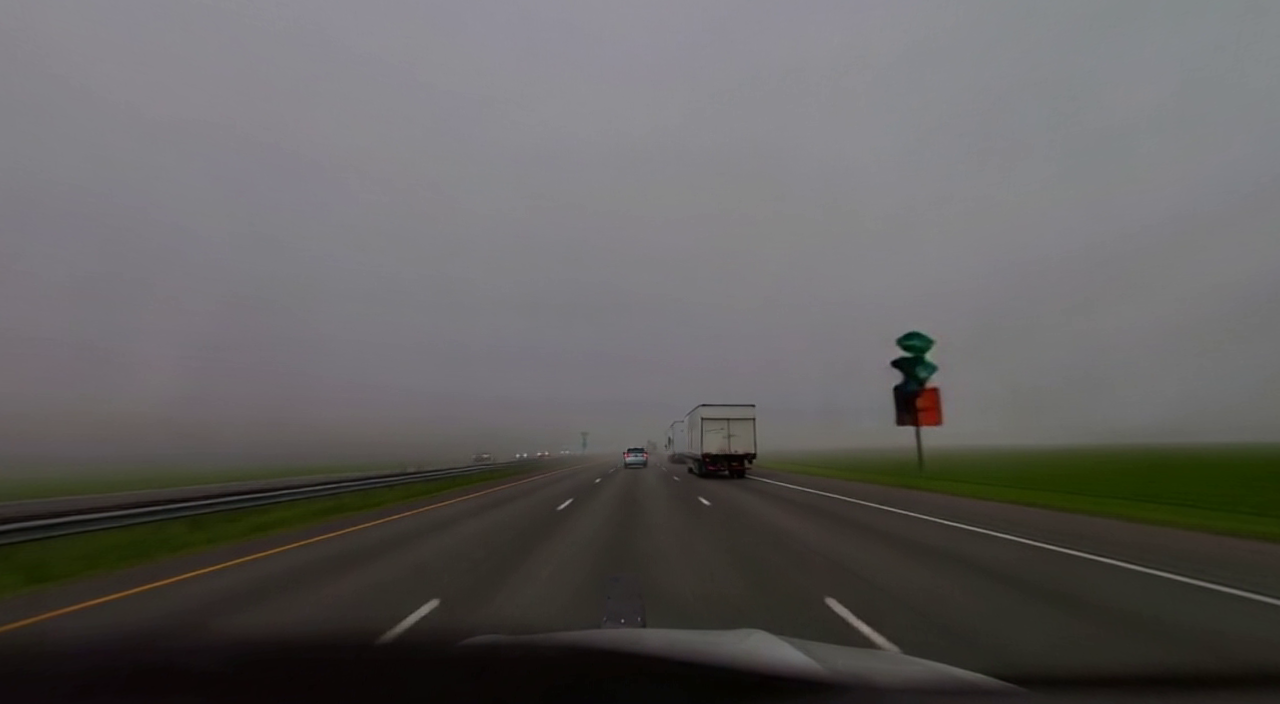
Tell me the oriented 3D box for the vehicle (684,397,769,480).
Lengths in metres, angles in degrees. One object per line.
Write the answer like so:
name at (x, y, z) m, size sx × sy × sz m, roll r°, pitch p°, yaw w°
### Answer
vehicle at (4.040, 4.391, 31.598) m, size 2.931 × 3.530 × 8.760 m, roll 0°, pitch -9°, yaw 0°

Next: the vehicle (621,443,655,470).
vehicle at (-0.120, 6.962, 41.972) m, size 2.151 × 1.678 × 3.923 m, roll 0°, pitch -9°, yaw 0°
